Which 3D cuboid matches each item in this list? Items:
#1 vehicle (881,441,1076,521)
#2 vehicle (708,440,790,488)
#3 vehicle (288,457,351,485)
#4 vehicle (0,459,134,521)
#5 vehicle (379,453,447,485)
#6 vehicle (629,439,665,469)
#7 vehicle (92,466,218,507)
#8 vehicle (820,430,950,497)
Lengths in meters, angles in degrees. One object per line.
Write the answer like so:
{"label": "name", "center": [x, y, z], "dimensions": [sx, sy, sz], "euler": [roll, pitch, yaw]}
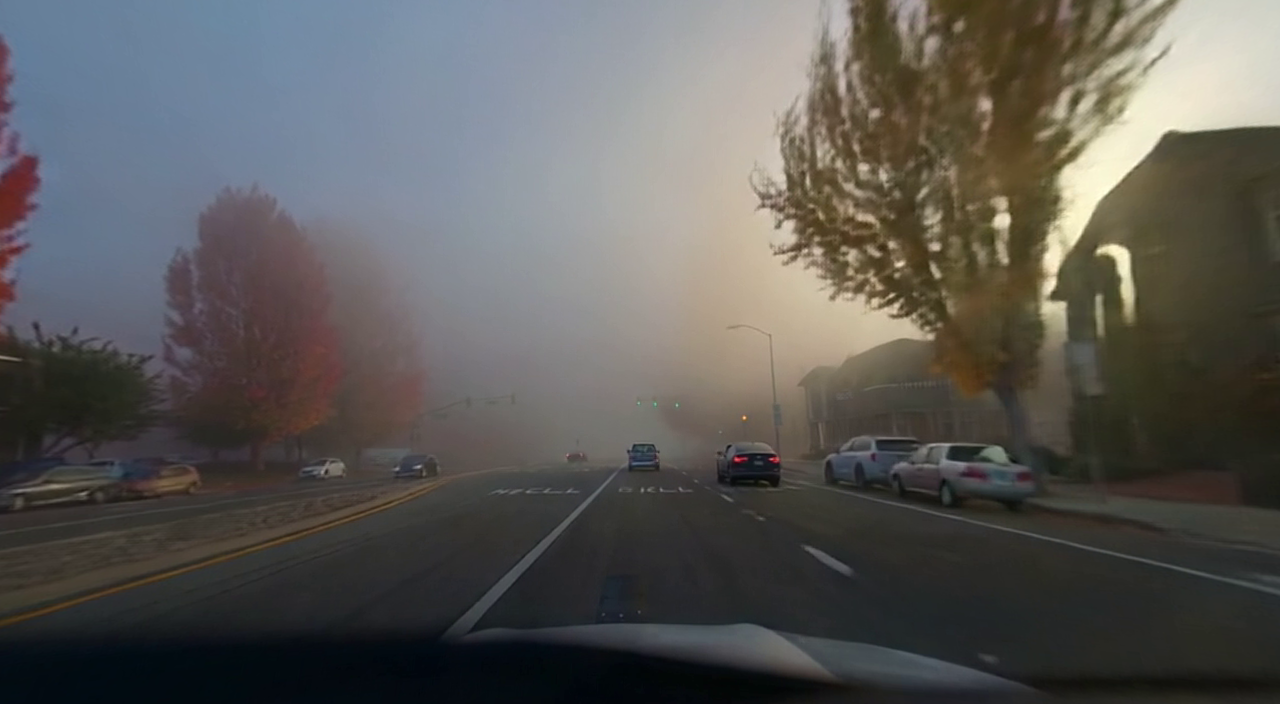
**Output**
{"label": "vehicle", "center": [7.256, 2.777, 14.157], "dimensions": [1.928, 1.480, 4.464], "euler": [-1, -9, 1]}
{"label": "vehicle", "center": [3.854, 4.034, 23.007], "dimensions": [2.178, 1.546, 4.311], "euler": [0, -9, 0]}
{"label": "vehicle", "center": [-22.038, 8.191, 43.522], "dimensions": [1.915, 1.686, 4.422], "euler": [-1, -9, 2]}
{"label": "vehicle", "center": [-21.988, 4.981, 23.218], "dimensions": [2.142, 1.900, 5.489], "euler": [0, -9, -1]}
{"label": "vehicle", "center": [-12.047, 6.228, 33.721], "dimensions": [1.988, 1.508, 4.650], "euler": [0, -9, -1]}
{"label": "vehicle", "center": [0.413, 6.788, 42.045], "dimensions": [2.239, 1.856, 4.815], "euler": [-1, -9, 0]}
{"label": "vehicle", "center": [-22.038, 6.115, 28.924], "dimensions": [1.930, 1.542, 4.817], "euler": [-1, -9, 0]}
{"label": "vehicle", "center": [7.449, 3.439, 19.839], "dimensions": [2.128, 1.804, 4.825], "euler": [0, -9, 0]}
